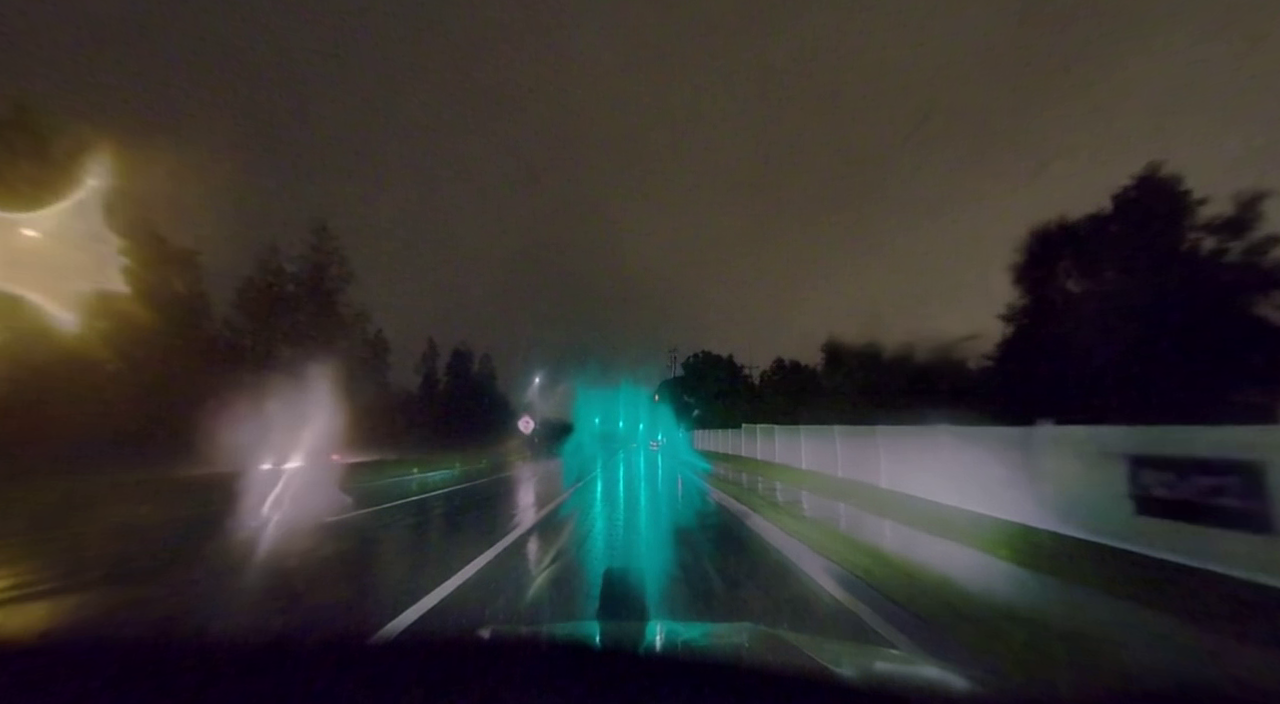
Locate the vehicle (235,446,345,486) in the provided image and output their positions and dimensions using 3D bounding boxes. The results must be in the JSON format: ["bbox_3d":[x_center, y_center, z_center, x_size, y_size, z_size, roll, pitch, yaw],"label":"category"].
[{"bbox_3d":[-14.651,4.760,26.715,1.907,1.487,4.725,0,-8,1],"label":"vehicle"}]
